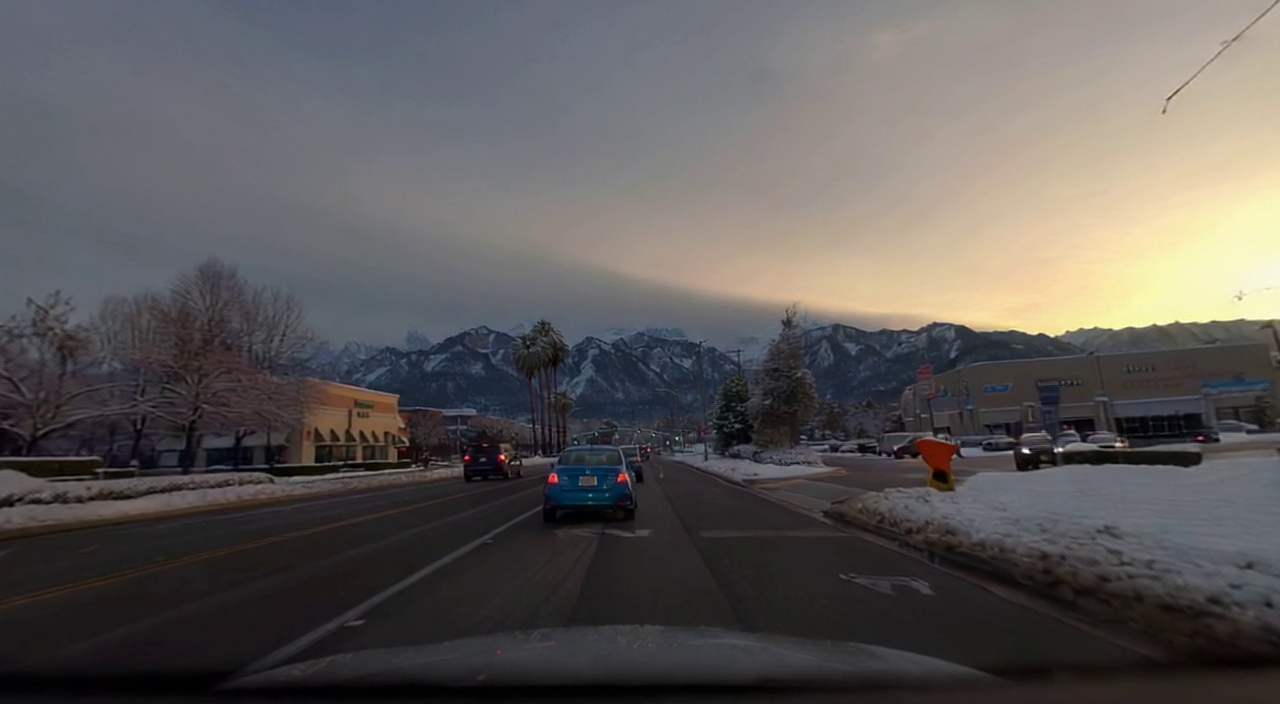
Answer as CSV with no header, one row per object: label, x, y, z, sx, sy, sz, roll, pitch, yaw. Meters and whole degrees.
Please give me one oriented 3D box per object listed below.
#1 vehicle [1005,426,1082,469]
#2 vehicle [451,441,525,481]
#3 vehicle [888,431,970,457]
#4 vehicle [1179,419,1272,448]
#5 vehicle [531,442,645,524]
vehicle,15.874,3.728,24.741,1.961,1.526,4.640,-7,-11,37
vehicle,-7.743,5.596,32.765,2.400,1.900,5.325,0,-8,1
vehicle,19.049,6.085,41.774,1.925,1.652,4.490,6,-10,-35
vehicle,38.297,5.359,41.389,4.321,1.578,1.958,-3,-8,-7
vehicle,-1.015,2.692,13.565,2.067,1.459,3.886,0,-8,-2
